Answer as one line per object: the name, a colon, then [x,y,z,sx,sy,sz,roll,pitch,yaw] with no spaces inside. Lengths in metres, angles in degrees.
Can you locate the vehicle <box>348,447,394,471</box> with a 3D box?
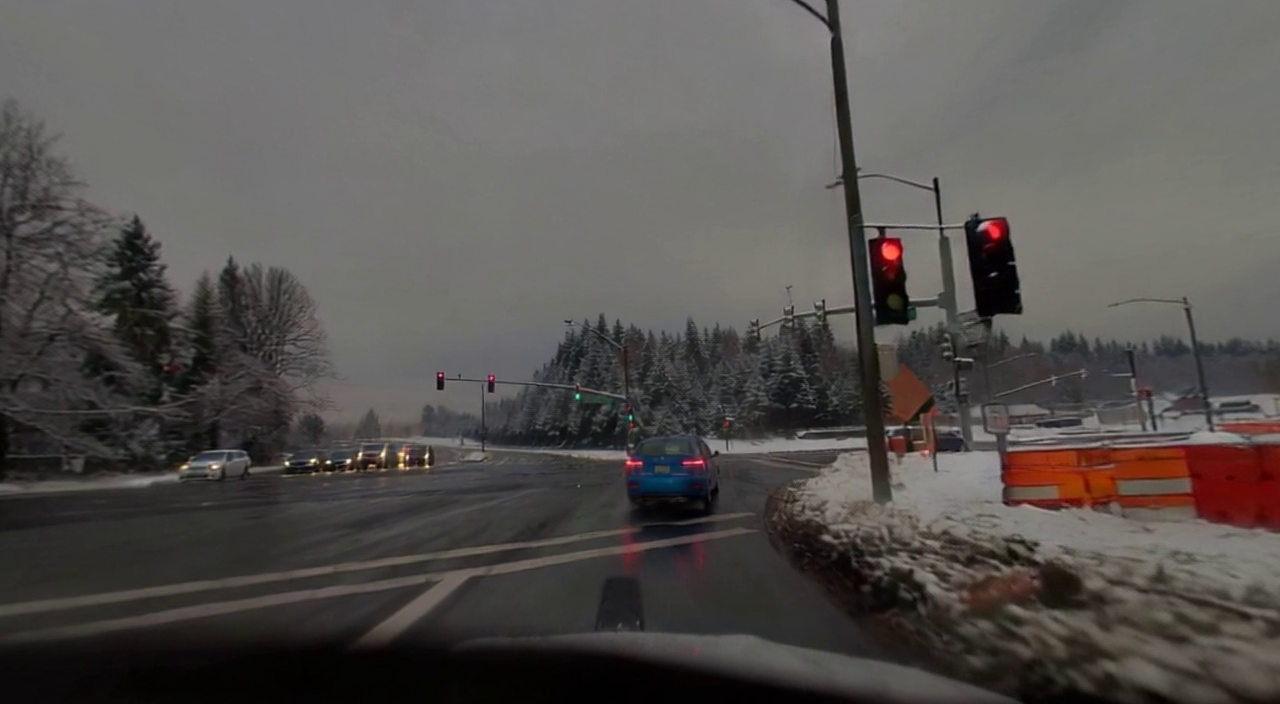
vehicle: [-21.169,8.417,49.873,2.101,1.759,4.619,1,-9,-7]

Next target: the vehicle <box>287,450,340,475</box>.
vehicle: [-24.448,8.274,47.510,2.081,1.670,4.376,1,-9,-8]

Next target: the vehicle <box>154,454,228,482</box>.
vehicle: [-30.746,7.949,43.439,2.142,1.723,4.692,1,-9,-8]

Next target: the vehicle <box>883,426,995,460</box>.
vehicle: [13.748,4.177,29.100,4.467,1.477,1.873,2,-8,-16]

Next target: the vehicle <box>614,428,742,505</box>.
vehicle: [1.067,2.613,14.886,2.183,1.506,4.286,-3,-9,15]

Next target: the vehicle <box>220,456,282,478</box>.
vehicle: [-27.914,8.242,45.490,2.024,1.448,4.478,1,-9,-7]
